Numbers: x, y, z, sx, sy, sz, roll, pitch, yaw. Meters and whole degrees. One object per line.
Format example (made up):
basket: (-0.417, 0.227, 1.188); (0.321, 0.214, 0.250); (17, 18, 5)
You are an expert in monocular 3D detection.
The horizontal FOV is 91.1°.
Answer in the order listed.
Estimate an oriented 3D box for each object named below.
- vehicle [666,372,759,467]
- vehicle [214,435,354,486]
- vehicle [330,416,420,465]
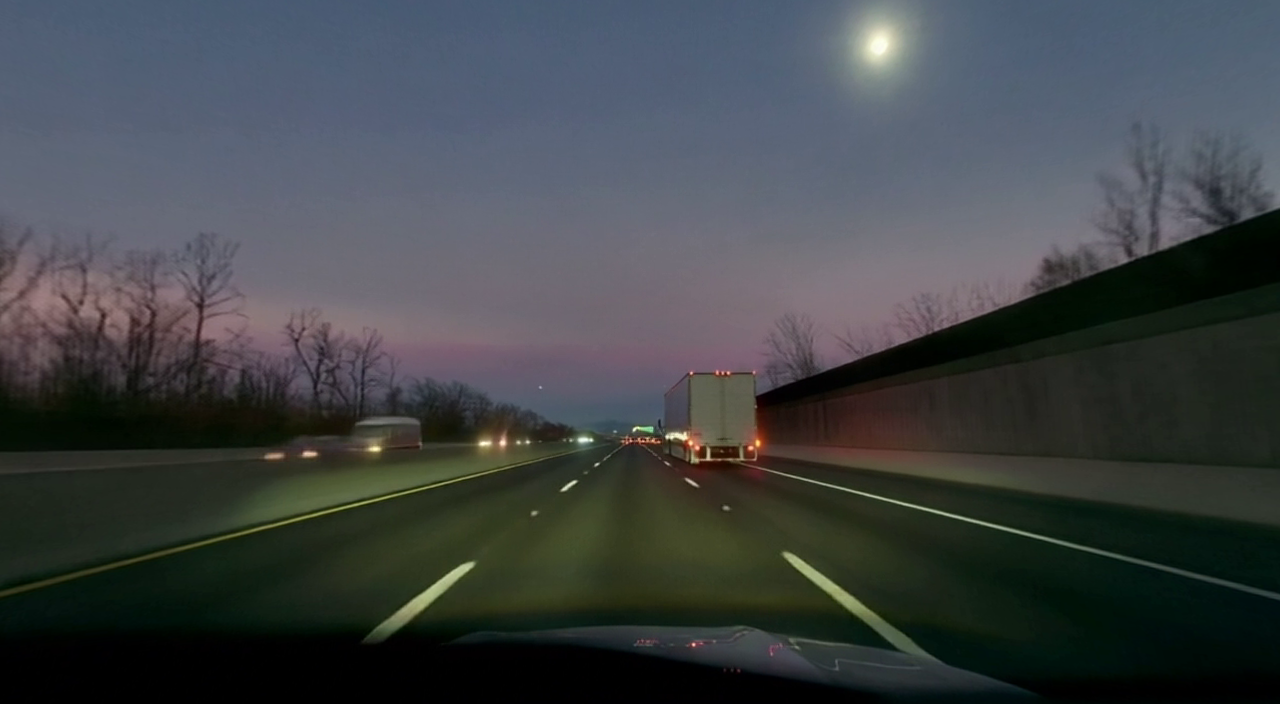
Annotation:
vehicle: (3.480, 3.941, 35.269); (2.979, 4.161, 15.508); (1, -7, -2)
vehicle: (-12.002, 3.640, 21.688); (1.933, 1.543, 4.960); (0, -8, 0)
vehicle: (-15.741, 5.326, 37.944); (2.333, 2.686, 7.040); (0, -8, 0)
